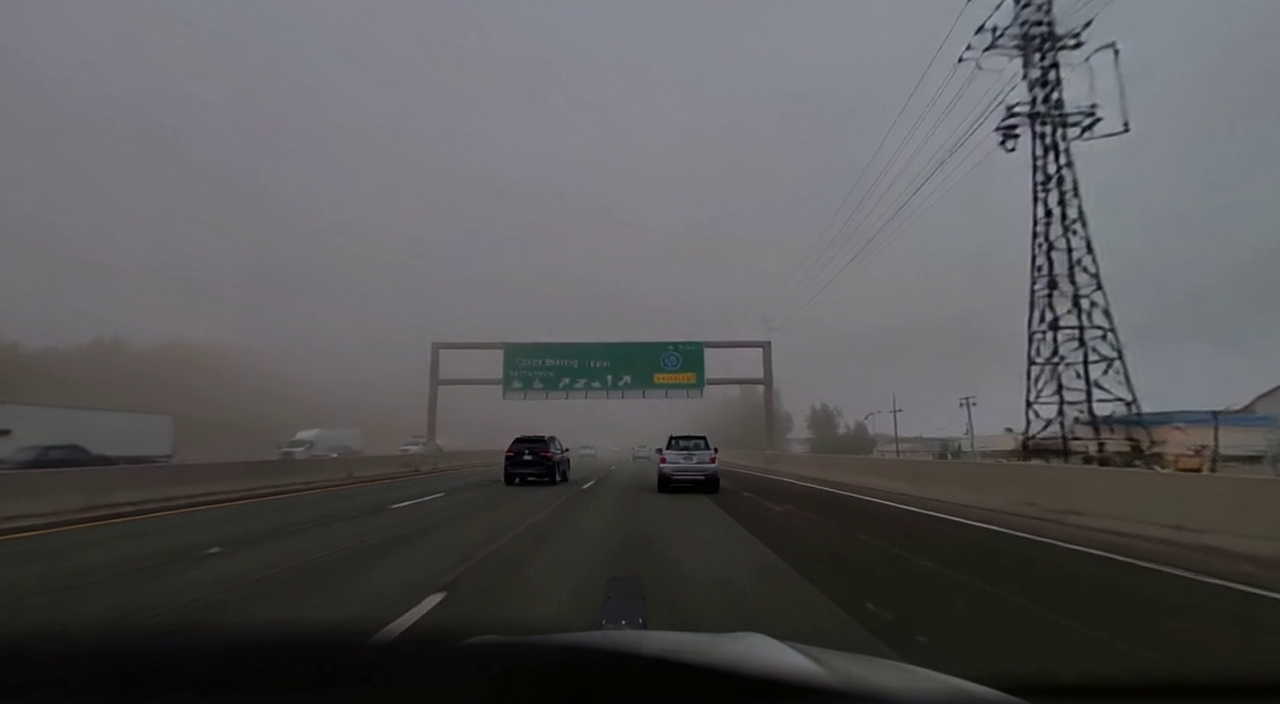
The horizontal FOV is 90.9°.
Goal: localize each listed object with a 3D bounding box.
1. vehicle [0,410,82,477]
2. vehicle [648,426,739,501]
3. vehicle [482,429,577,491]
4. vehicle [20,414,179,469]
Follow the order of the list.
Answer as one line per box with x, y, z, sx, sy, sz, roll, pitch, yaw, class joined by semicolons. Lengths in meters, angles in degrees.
-31.790;4.653;32.074;2.867;3.154;4.023;0;-9;-1;vehicle
1.306;2.934;16.918;2.134;1.733;4.049;0;-9;2;vehicle
-3.385;3.416;20.264;2.125;1.764;4.393;0;-9;1;vehicle
-31.786;5.376;37.642;2.911;2.955;7.369;0;-9;0;vehicle
